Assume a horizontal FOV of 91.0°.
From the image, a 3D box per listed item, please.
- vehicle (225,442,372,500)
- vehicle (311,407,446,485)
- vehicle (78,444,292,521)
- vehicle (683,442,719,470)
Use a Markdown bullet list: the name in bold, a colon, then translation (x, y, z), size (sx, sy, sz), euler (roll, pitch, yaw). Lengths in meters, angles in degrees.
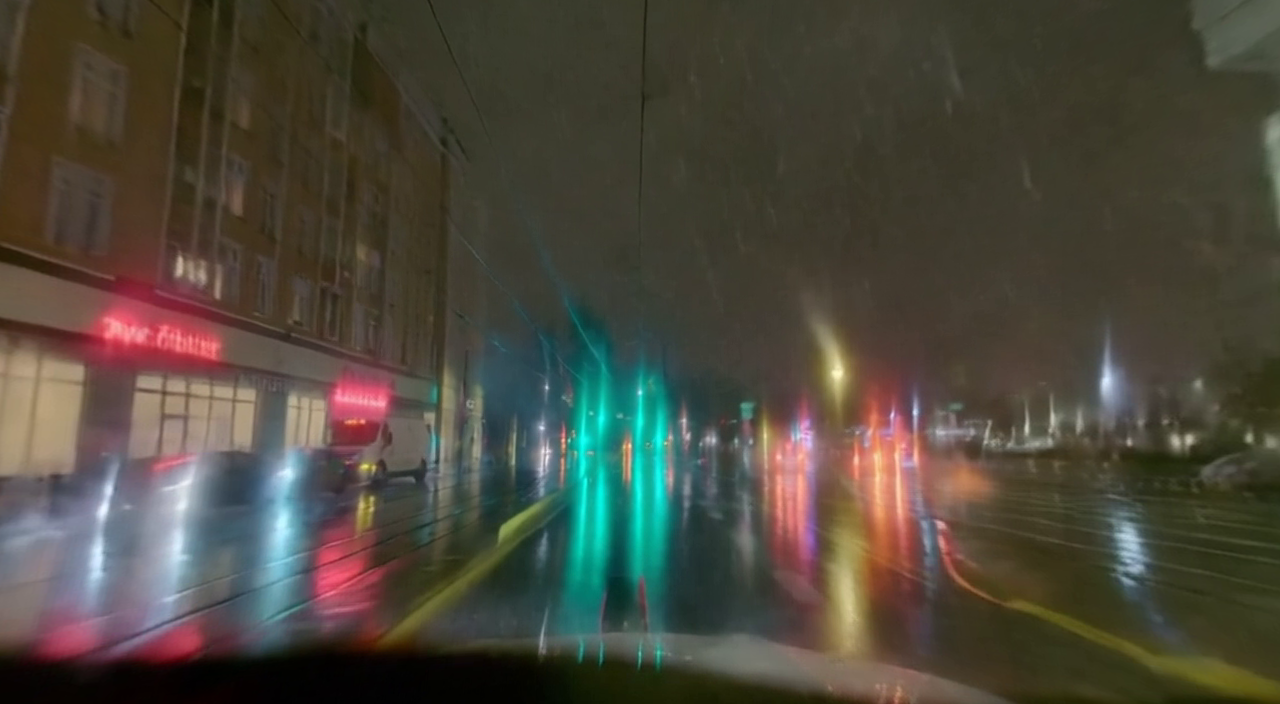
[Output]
- **vehicle**: translation (-10.169, 3.539, 19.282), size (1.789, 1.484, 4.916), euler (-1, -8, 0)
- **vehicle**: translation (-10.590, 3.926, 26.553), size (2.378, 2.765, 7.920), euler (0, -8, -1)
- **vehicle**: translation (-10.066, 2.862, 14.436), size (1.897, 1.464, 4.209), euler (1, -8, -3)
- **vehicle**: translation (3.593, 6.144, 37.510), size (1.819, 1.546, 3.681), euler (0, -8, 1)
